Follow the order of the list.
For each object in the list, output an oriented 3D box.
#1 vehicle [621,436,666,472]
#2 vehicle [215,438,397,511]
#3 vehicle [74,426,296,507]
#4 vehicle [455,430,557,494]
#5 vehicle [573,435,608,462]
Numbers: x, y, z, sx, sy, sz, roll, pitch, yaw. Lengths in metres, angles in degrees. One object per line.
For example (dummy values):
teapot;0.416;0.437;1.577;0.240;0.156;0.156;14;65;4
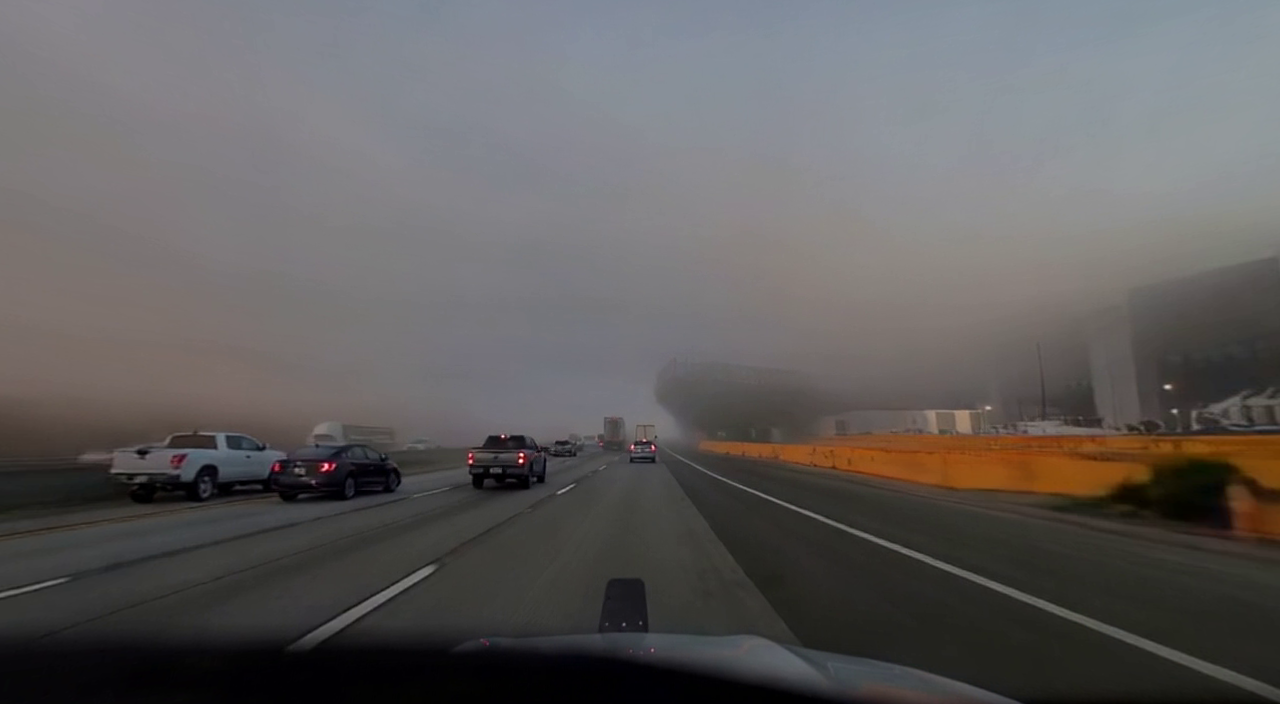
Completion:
vehicle;0.181;5.196;32.279;2.136;1.678;4.052;0;-8;1
vehicle;-7.745;2.855;15.246;1.949;1.476;4.410;0;-8;1
vehicle;-11.763;2.975;16.927;2.077;1.829;5.101;0;-8;1
vehicle;-3.994;3.365;19.709;2.108;1.740;4.549;0;-8;1
vehicle;-3.725;7.355;48.179;2.203;1.958;4.848;0;-8;1
